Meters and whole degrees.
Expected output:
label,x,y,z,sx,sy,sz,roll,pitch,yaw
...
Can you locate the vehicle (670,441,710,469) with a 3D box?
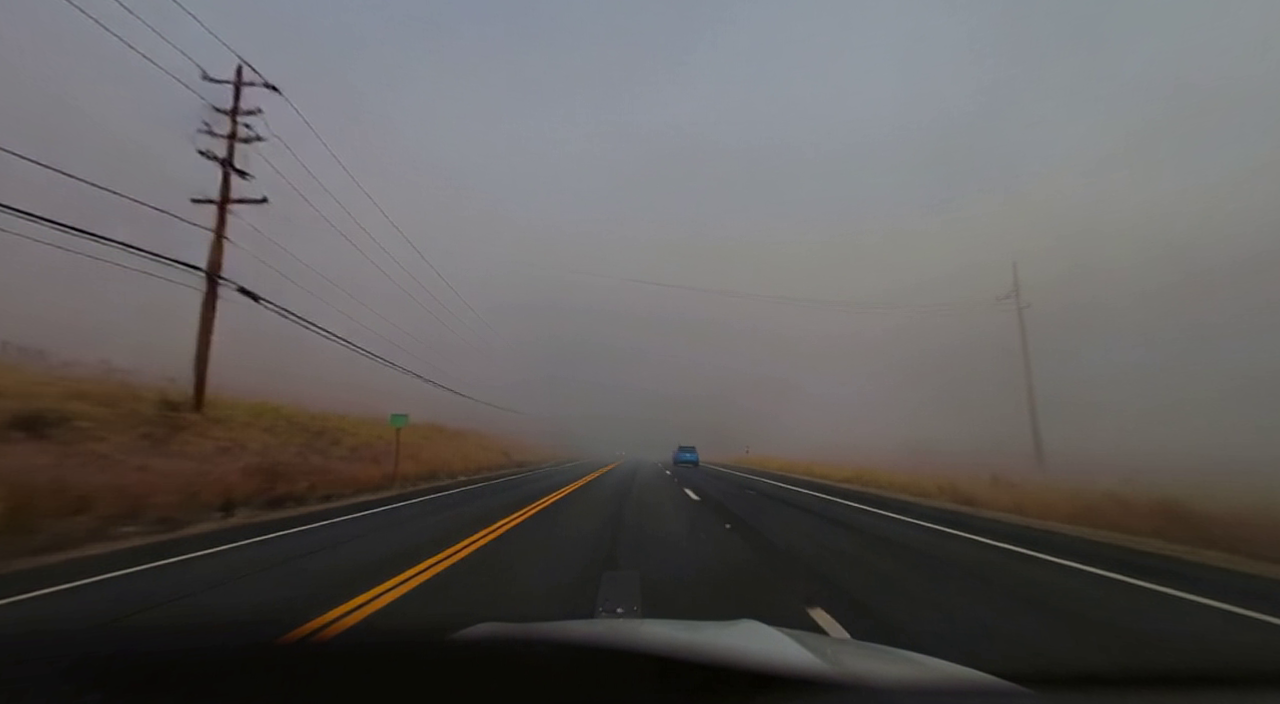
label,x,y,z,sx,sy,sz,roll,pitch,yaw
vehicle,3.188,6.671,40.909,2.135,1.692,4.185,0,-9,-2
